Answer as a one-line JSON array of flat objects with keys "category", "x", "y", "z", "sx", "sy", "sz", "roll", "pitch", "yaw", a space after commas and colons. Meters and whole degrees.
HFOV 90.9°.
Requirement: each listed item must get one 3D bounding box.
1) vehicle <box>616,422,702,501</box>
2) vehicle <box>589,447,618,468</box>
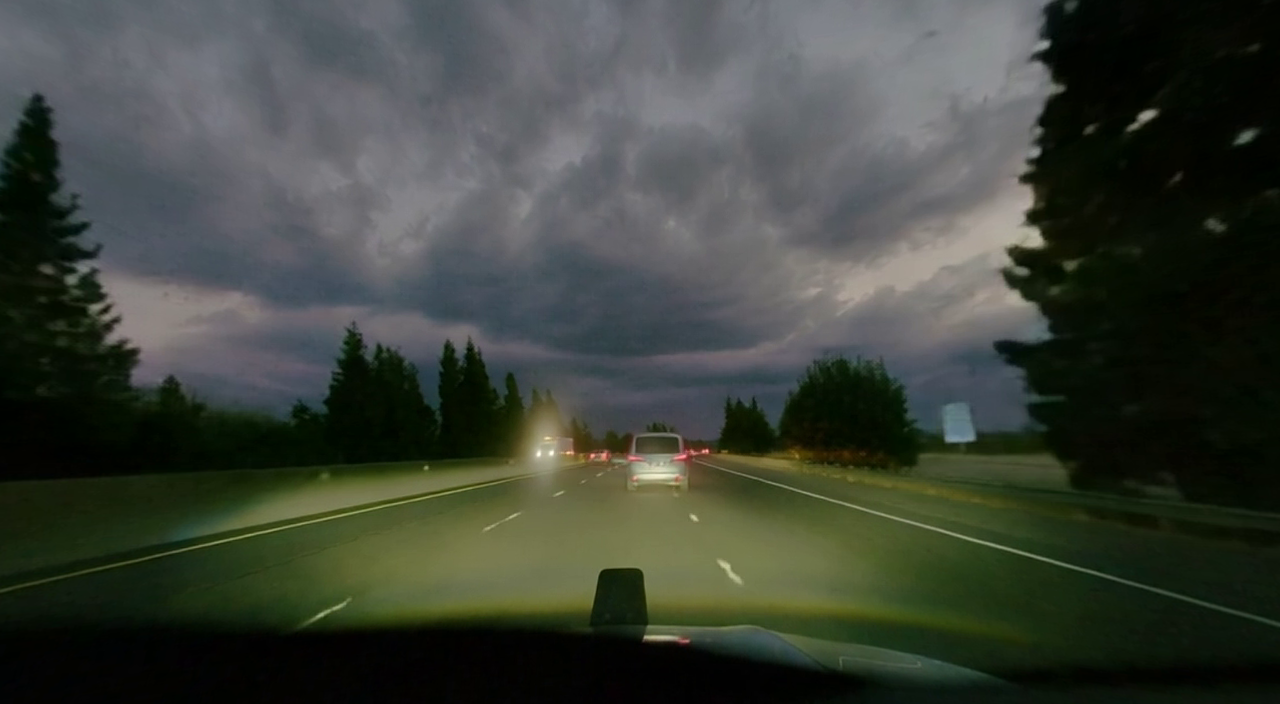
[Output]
[{"category": "vehicle", "x": 0.597, "y": 3.239, "z": 18.870, "sx": 2.219, "sy": 2.033, "sz": 4.911, "roll": -1, "pitch": -9, "yaw": 3}, {"category": "vehicle", "x": -2.820, "y": 8.359, "z": 49.906, "sx": 1.959, "sy": 1.571, "sz": 4.313, "roll": -1, "pitch": -9, "yaw": 1}]
